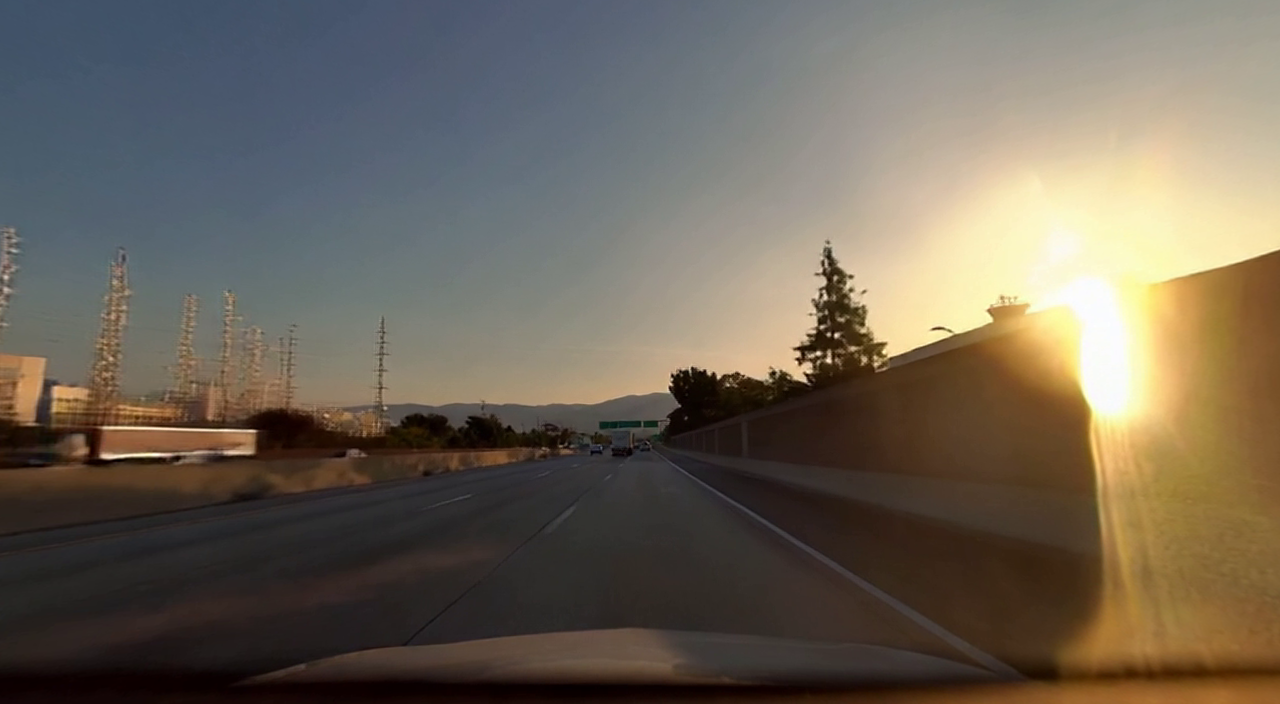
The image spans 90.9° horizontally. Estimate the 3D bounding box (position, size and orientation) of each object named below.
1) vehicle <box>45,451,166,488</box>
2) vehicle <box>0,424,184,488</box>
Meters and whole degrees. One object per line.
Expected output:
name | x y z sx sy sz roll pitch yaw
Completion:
vehicle | -28.247 6.171 33.606 1.998 1.732 4.972 0 -8 1
vehicle | -35.985 6.816 42.030 2.927 3.688 10.875 0 -8 1
